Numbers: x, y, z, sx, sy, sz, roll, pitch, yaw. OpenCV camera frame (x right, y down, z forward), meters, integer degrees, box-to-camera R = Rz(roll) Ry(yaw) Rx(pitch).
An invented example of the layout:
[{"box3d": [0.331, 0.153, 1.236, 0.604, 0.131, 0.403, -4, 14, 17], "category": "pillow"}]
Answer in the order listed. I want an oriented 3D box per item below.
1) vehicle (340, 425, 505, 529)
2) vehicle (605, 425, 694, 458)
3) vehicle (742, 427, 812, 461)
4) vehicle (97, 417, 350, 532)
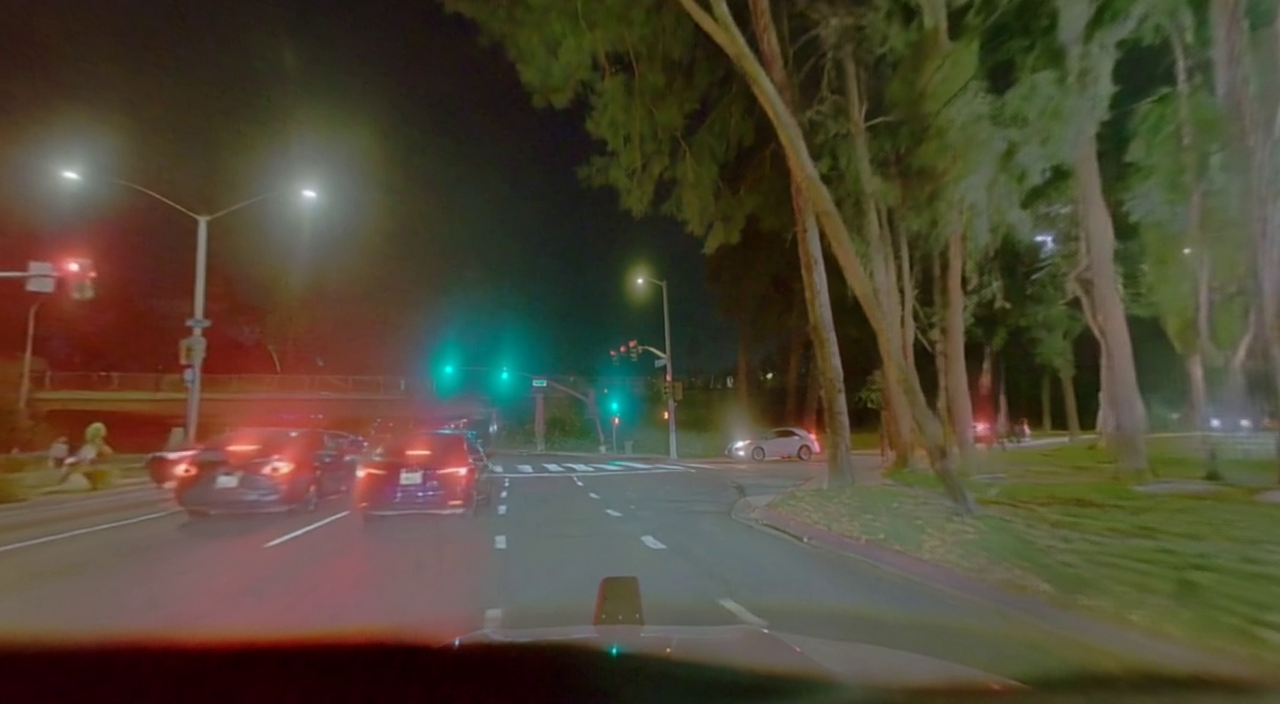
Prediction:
[{"box3d": [-3.671, 2.156, 11.609, 2.176, 1.489, 4.518, 1, -8, -10], "category": "vehicle"}, {"box3d": [0.535, 5.523, 38.982, 5.144, 1.954, 2.122, 1, -8, -10], "category": "vehicle"}, {"box3d": [7.303, 4.870, 33.464, 1.908, 1.622, 4.166, -7, -11, 39], "category": "vehicle"}, {"box3d": [-7.094, 2.110, 11.581, 2.057, 1.610, 4.891, 1, -8, -11], "category": "vehicle"}]
